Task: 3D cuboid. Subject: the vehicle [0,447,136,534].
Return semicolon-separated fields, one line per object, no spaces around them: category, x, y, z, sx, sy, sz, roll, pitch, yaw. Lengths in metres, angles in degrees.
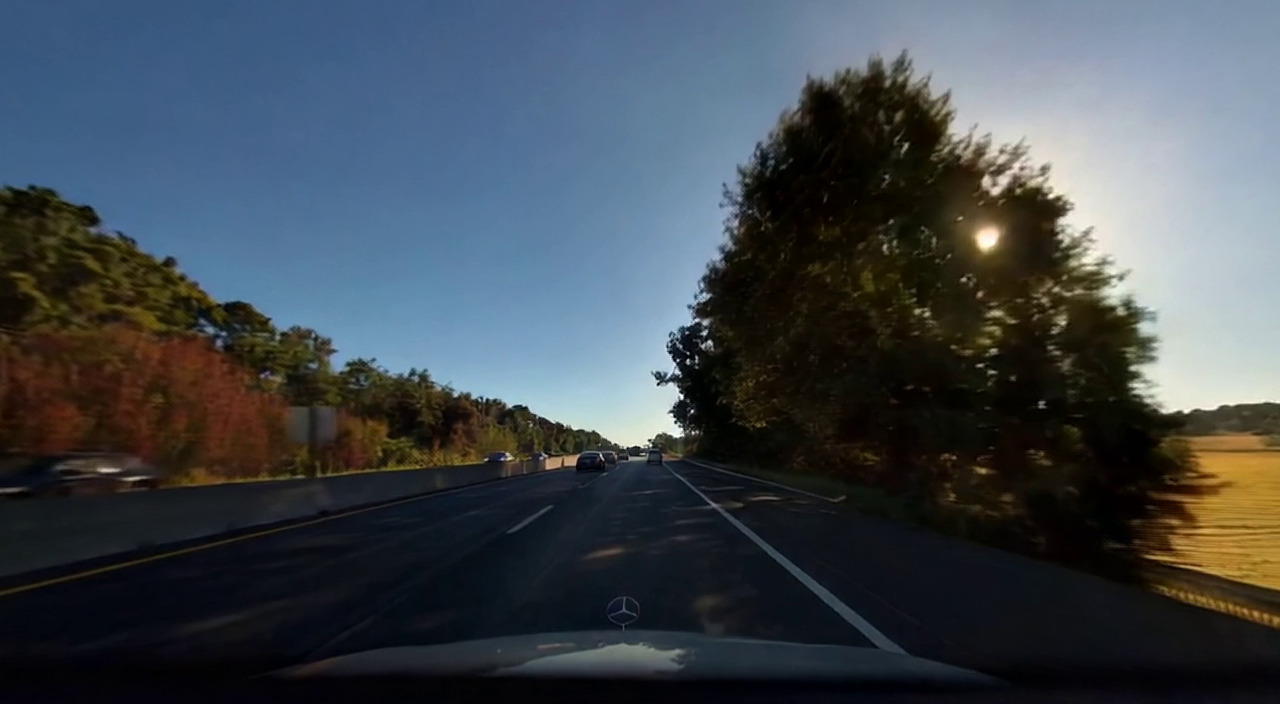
vehicle;-12.573;2.594;11.963;2.005;1.555;4.819;0;-9;0

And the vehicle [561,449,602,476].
vehicle;-3.394;6.549;37.522;1.970;1.483;4.097;-1;-9;1
